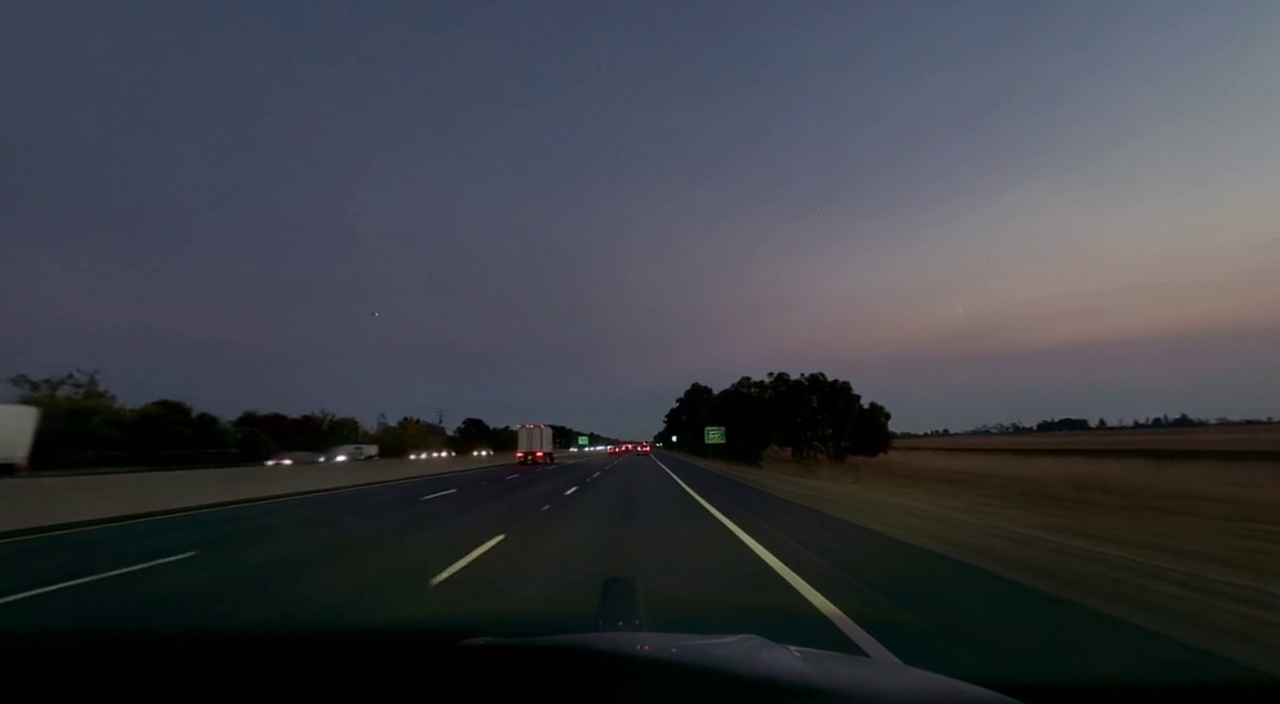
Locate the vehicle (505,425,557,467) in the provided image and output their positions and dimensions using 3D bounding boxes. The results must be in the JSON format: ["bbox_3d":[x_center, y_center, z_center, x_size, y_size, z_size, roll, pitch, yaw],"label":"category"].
[{"bbox_3d":[-7.470,6.542,43.784,2.444,2.685,5.893,0,-9,1],"label":"vehicle"}]
